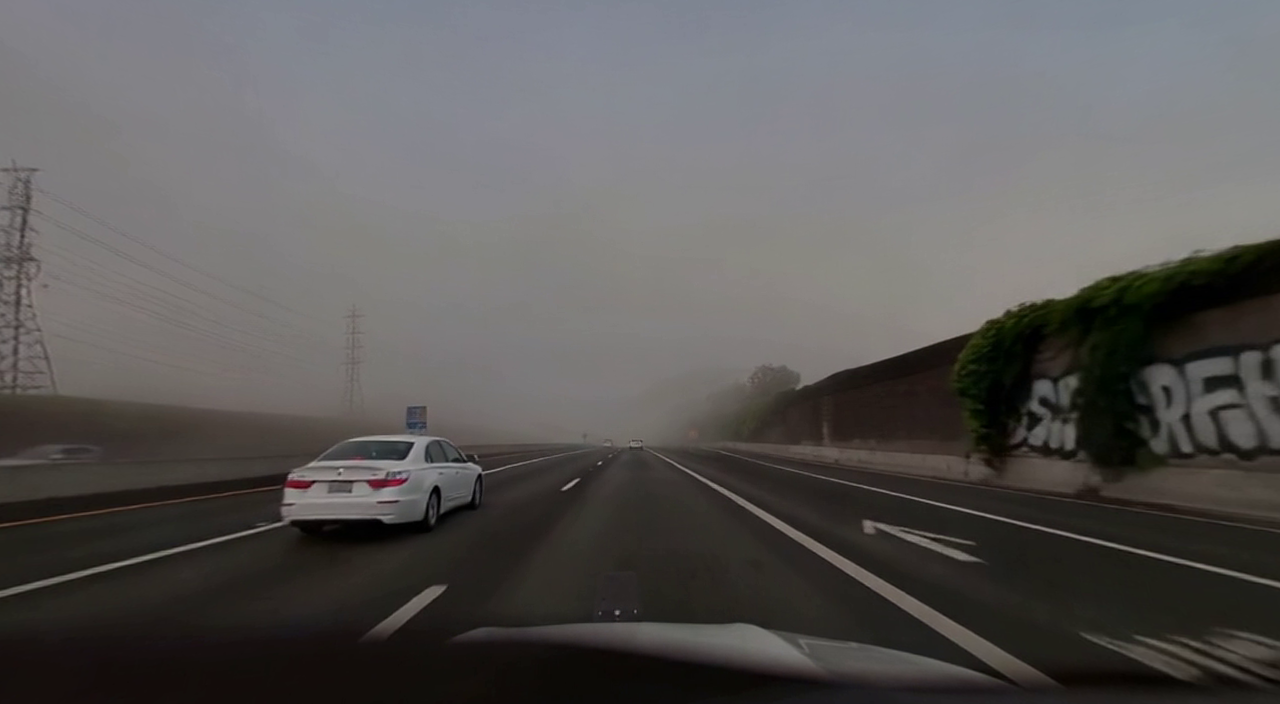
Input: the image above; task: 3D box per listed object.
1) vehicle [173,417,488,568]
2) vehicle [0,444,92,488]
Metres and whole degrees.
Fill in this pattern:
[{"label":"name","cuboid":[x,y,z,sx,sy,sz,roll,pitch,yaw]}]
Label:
[{"label":"vehicle","cuboid":[-3.736,1.752,8.888,2.000,1.513,4.901,0,-8,-1]},{"label":"vehicle","cuboid":[-22.594,4.093,22.879,1.732,1.431,4.093,0,-8,-1]}]
